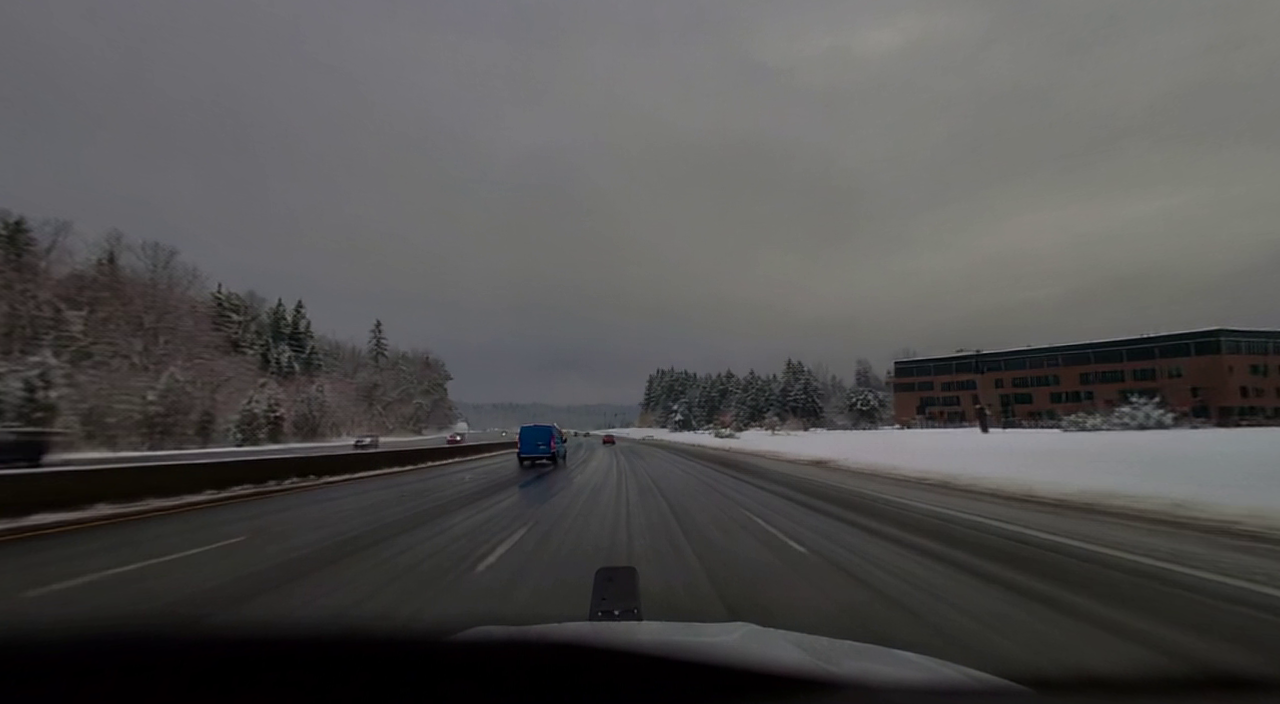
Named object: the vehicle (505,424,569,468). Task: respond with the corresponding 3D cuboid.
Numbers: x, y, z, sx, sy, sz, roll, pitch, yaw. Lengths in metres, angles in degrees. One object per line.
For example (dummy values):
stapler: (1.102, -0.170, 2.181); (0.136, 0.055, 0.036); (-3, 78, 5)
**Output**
vehicle: (-4.580, 4.254, 28.738); (2.219, 1.827, 4.738); (0, -8, -1)
